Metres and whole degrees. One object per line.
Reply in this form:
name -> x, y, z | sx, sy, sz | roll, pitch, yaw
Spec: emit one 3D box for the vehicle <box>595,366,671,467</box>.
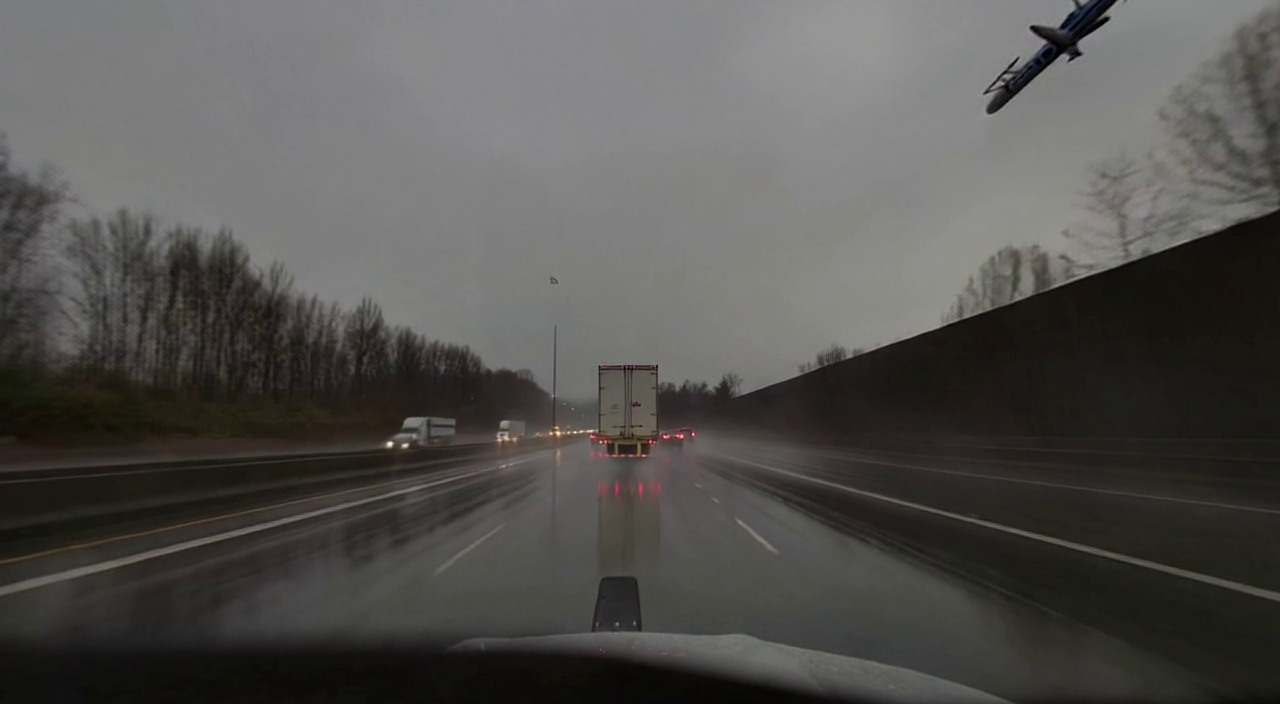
vehicle -> -0.334, 3.624, 33.183 | 2.965, 3.972, 16.689 | 0, -8, 0
